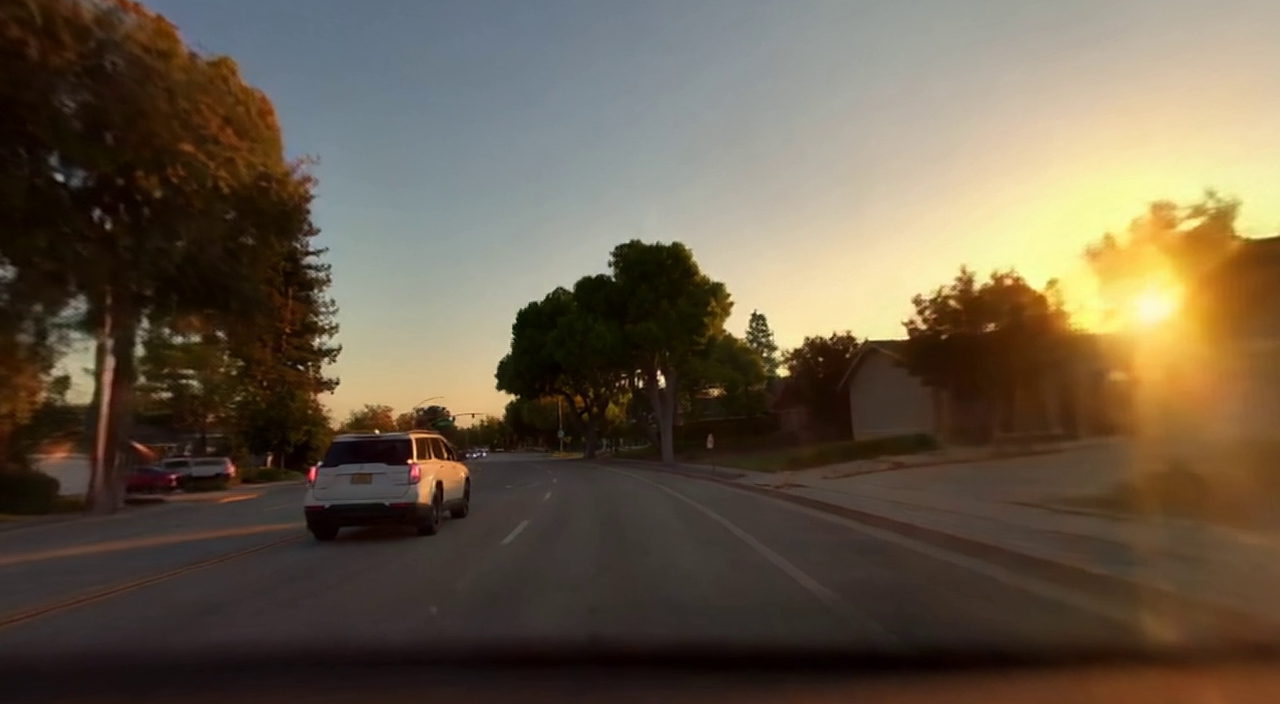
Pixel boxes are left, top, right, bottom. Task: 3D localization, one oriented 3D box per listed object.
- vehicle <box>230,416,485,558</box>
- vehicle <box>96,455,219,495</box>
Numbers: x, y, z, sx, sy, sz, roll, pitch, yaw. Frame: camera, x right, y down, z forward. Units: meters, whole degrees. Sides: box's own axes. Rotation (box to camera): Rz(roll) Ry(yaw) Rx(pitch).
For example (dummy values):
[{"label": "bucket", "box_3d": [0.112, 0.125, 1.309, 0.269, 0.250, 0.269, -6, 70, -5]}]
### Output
[{"label": "vehicle", "box_3d": [-4.099, 2.028, 10.237, 2.175, 1.772, 4.442, 0, -8, -2]}, {"label": "vehicle", "box_3d": [-25.625, 6.506, 33.715, 4.809, 1.471, 2.012, -5, -8, -10]}]
